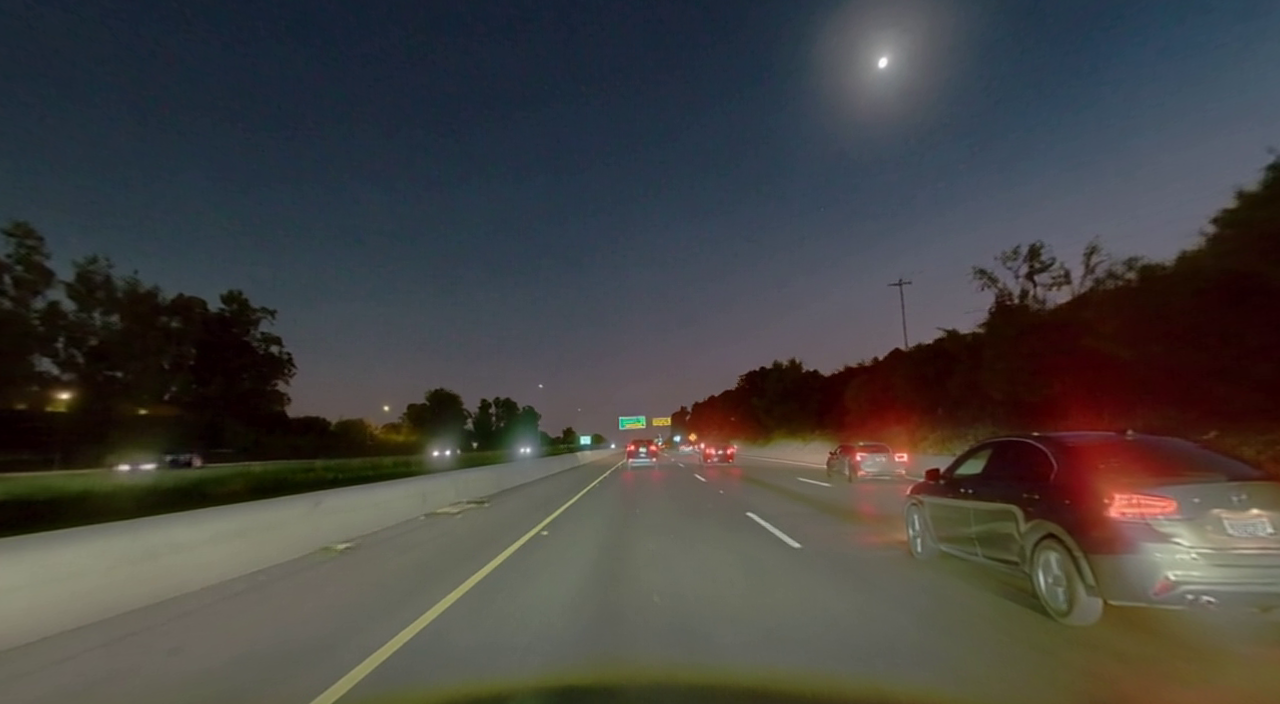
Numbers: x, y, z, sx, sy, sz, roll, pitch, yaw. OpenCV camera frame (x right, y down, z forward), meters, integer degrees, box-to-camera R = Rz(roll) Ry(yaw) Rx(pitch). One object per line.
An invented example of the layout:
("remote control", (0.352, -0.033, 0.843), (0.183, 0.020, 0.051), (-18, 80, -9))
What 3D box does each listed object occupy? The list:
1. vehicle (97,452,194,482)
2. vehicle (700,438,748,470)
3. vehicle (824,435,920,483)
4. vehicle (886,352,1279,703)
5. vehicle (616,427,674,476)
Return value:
("vehicle", (-27.532, 6.402, 35.346), (1.938, 1.496, 4.304), (-1, -8, 0))
("vehicle", (4.157, 5.100, 31.770), (1.825, 1.487, 4.034), (0, -8, -1))
("vehicle", (8.057, 3.750, 22.359), (1.810, 1.516, 4.183), (-1, -8, 0))
("vehicle", (3.701, 1.124, 4.641), (2.003, 1.661, 4.418), (-1, -8, 1))
("vehicle", (0.191, 4.091, 26.093), (2.189, 1.852, 4.038), (0, -8, 0))
